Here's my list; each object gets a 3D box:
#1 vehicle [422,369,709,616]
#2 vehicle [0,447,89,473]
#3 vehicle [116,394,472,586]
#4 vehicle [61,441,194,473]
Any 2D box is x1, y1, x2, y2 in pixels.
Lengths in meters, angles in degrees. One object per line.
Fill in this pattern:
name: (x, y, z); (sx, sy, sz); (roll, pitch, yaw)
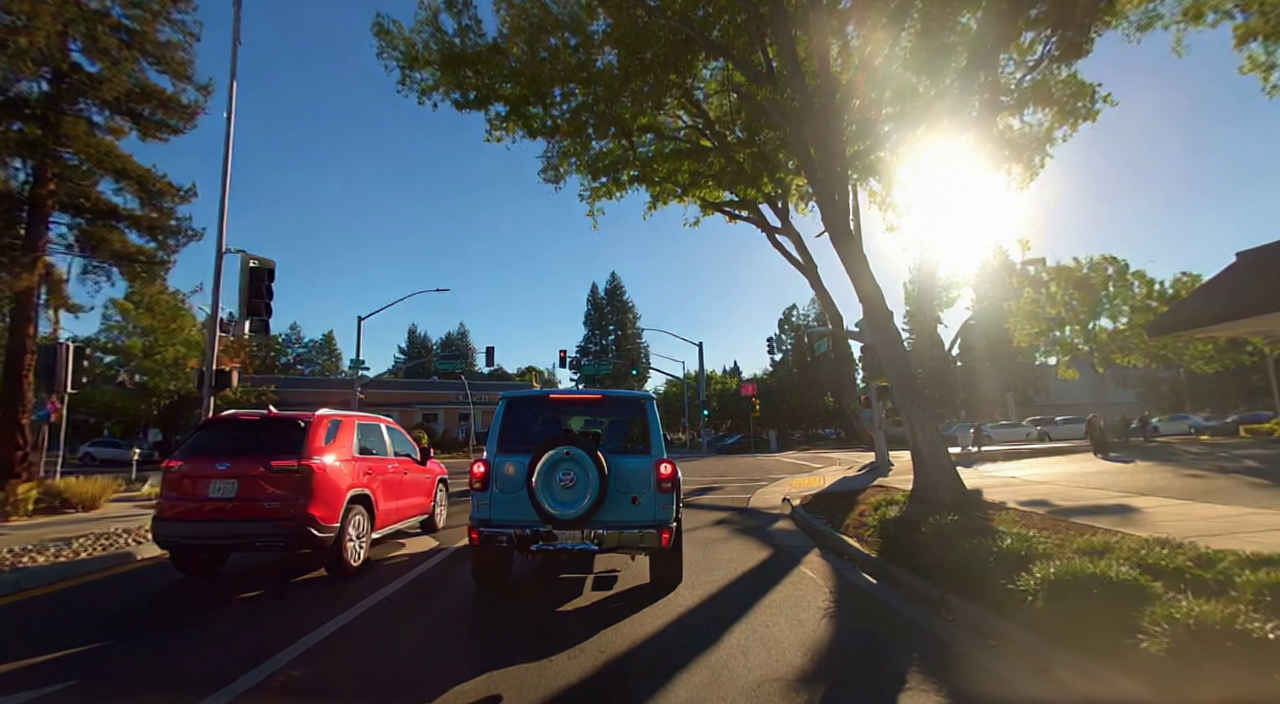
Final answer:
vehicle: (-0.628, 1.438, 7.341); (2.224, 1.923, 4.643); (0, -8, -1)
vehicle: (-36.025, 6.386, 37.561); (4.441, 1.447, 1.925); (4, -9, -26)
vehicle: (-3.911, 1.652, 8.345); (2.130, 1.819, 4.497); (0, -8, 0)
vehicle: (-25.247, 5.179, 31.365); (4.713, 1.445, 1.887); (4, -9, -24)
